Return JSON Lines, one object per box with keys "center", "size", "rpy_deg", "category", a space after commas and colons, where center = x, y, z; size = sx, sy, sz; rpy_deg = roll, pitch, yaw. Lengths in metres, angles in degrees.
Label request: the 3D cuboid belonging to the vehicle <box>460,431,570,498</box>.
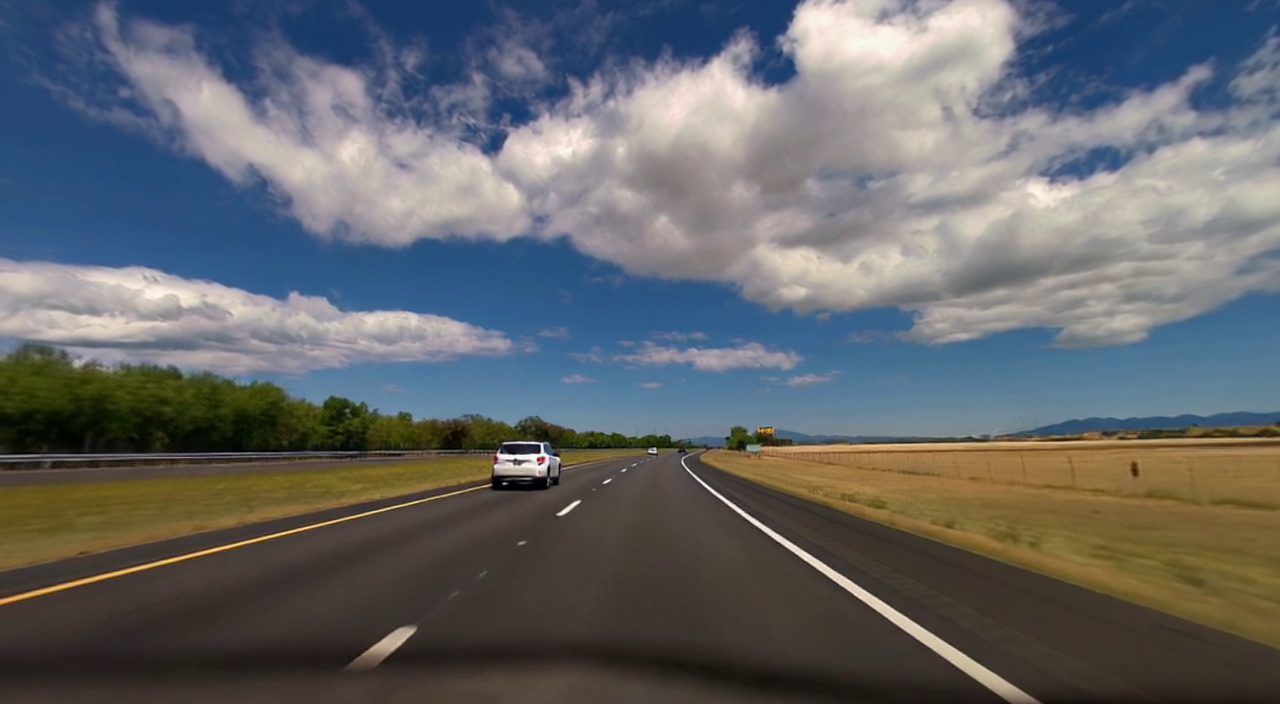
{"center": [-3.593, 3.355, 19.118], "size": [2.193, 1.771, 4.757], "rpy_deg": [0, -9, 2], "category": "vehicle"}
